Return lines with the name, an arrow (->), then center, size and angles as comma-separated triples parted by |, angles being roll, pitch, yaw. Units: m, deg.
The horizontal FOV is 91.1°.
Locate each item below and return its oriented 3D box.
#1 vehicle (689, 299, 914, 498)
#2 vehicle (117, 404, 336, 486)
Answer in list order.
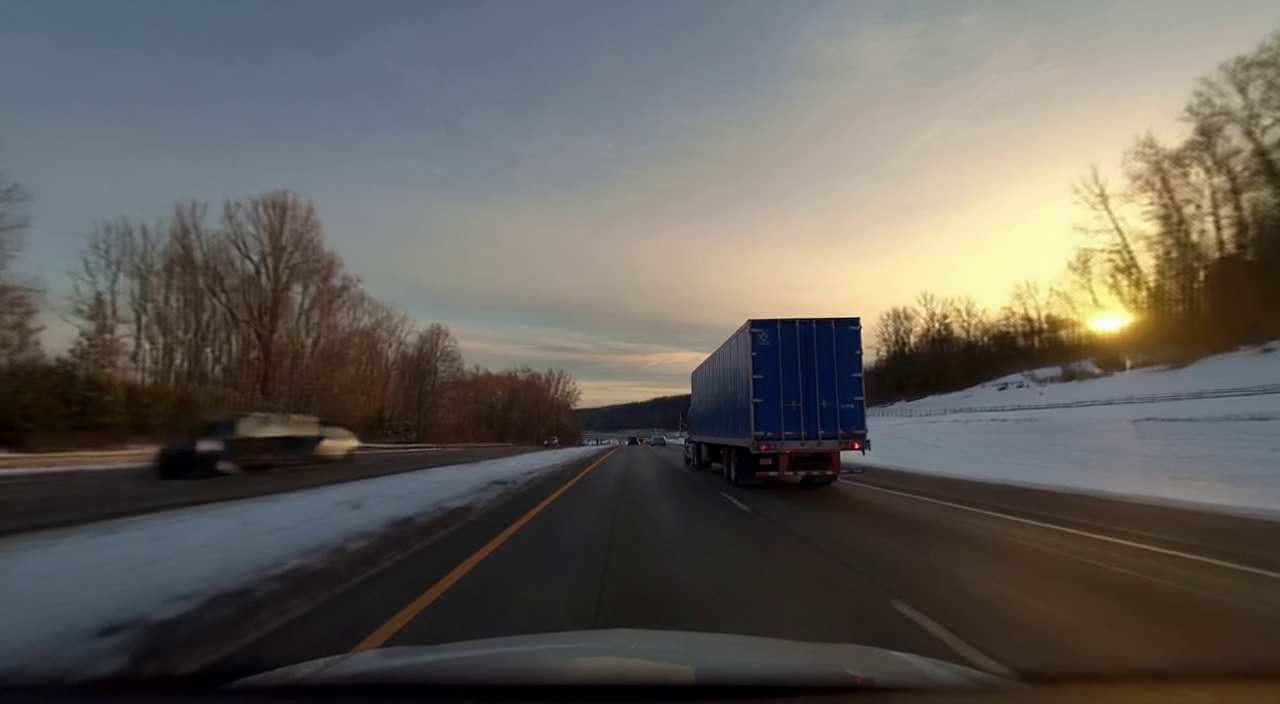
vehicle -> 4.070, 2.121, 21.990 | 3.203, 4.273, 17.131 | 0, -8, -1
vehicle -> -8.748, 2.026, 13.886 | 1.918, 1.523, 4.278 | 0, -8, 0
